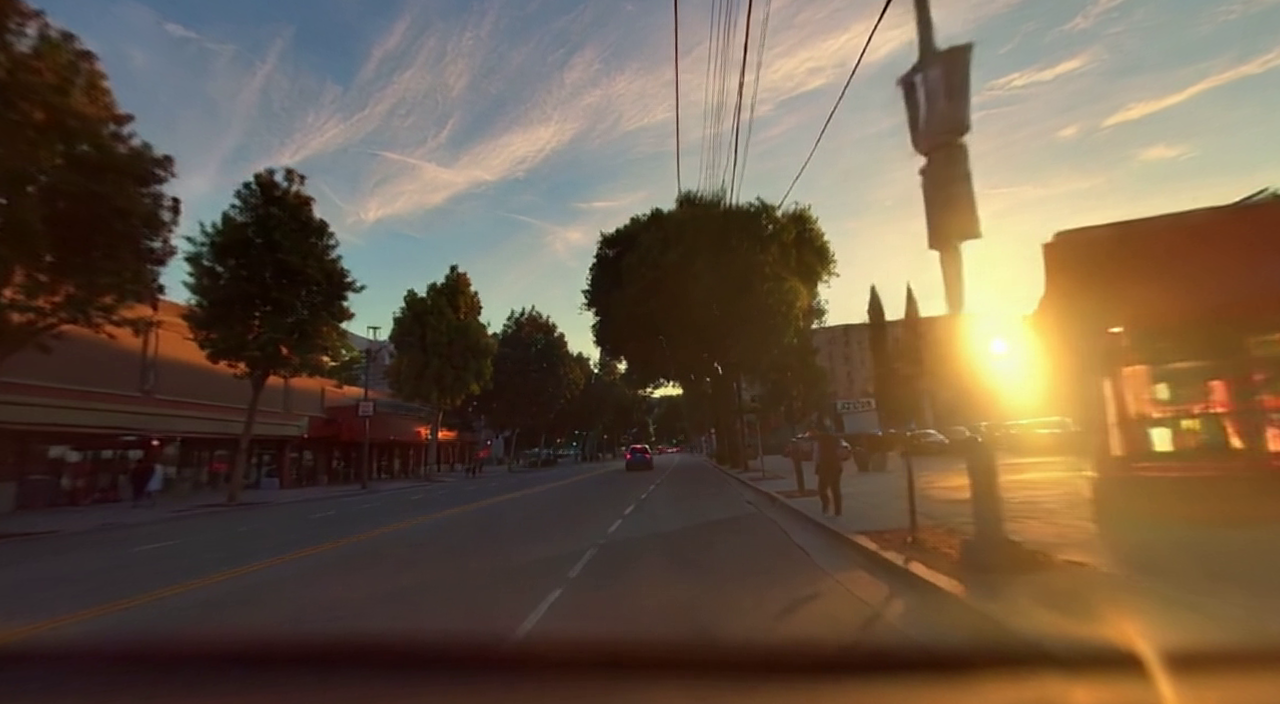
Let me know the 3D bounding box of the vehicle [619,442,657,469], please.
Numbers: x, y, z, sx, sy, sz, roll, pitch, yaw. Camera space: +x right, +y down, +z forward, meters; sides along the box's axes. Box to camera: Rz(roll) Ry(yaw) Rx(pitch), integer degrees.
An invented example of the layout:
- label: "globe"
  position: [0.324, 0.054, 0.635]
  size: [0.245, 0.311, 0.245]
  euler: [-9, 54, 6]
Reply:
- label: "vehicle"
  position: [-0.077, 6.996, 42.795]
  size: [2.101, 1.721, 4.364]
  euler: [-1, -9, 5]
